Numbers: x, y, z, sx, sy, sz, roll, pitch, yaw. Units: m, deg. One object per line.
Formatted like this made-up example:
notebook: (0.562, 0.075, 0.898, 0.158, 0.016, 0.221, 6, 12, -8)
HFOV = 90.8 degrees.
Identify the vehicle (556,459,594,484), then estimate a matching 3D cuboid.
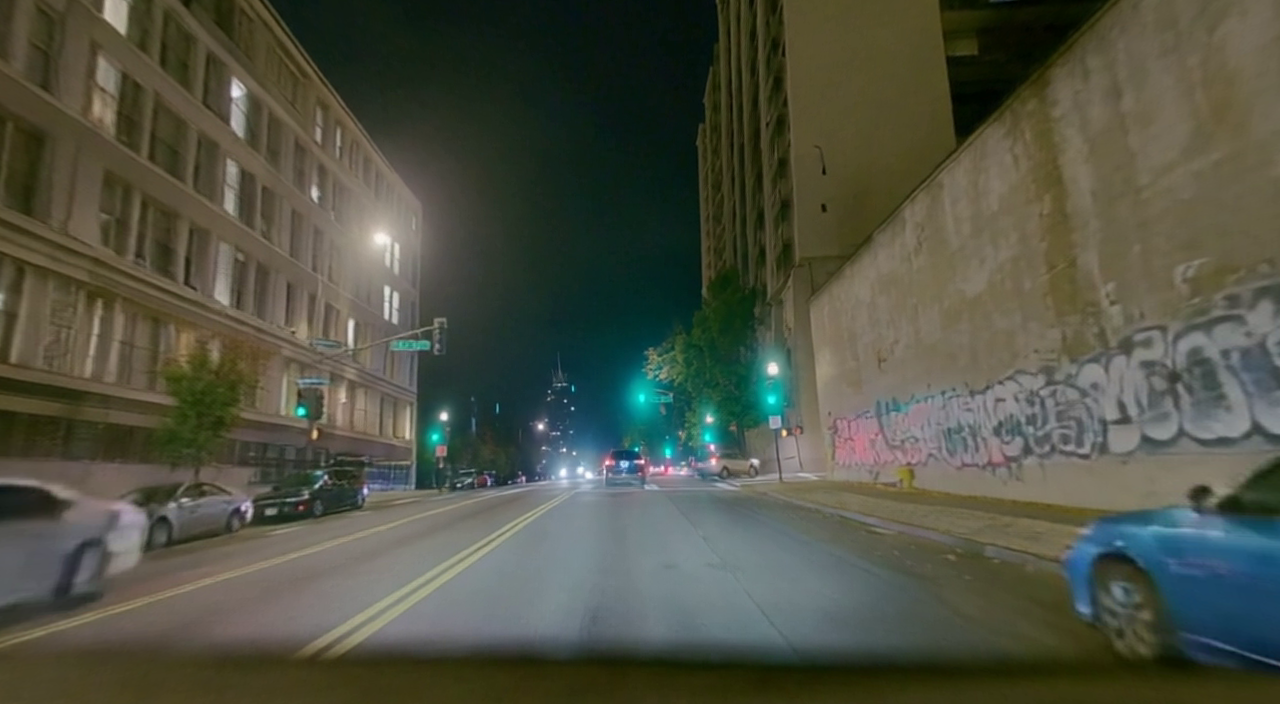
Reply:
vehicle: (-4.359, 8.113, 43.032, 2.095, 1.447, 4.202, 0, -8, 0)

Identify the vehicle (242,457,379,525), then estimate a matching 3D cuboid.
vehicle: (-11.016, 4.616, 21.601, 2.199, 1.717, 4.888, -5, -8, -2)

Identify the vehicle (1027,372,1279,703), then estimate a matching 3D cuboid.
vehicle: (4.071, 0.914, 2.587, 2.025, 1.758, 4.463, 0, -8, -2)

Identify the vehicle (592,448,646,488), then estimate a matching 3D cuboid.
vehicle: (-0.885, 5.056, 27.888, 2.166, 1.579, 4.300, 0, -8, -1)

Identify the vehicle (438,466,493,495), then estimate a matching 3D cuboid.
vehicle: (-10.877, 8.031, 39.695, 2.070, 1.476, 4.508, -1, -8, 1)

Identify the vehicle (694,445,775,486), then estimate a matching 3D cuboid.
vehicle: (4.590, 5.337, 30.220, 2.207, 1.761, 4.292, -6, -10, 32)

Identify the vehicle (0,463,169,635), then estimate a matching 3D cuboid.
vehicle: (-6.510, 1.732, 5.228, 2.040, 1.402, 4.237, -2, -8, -1)
